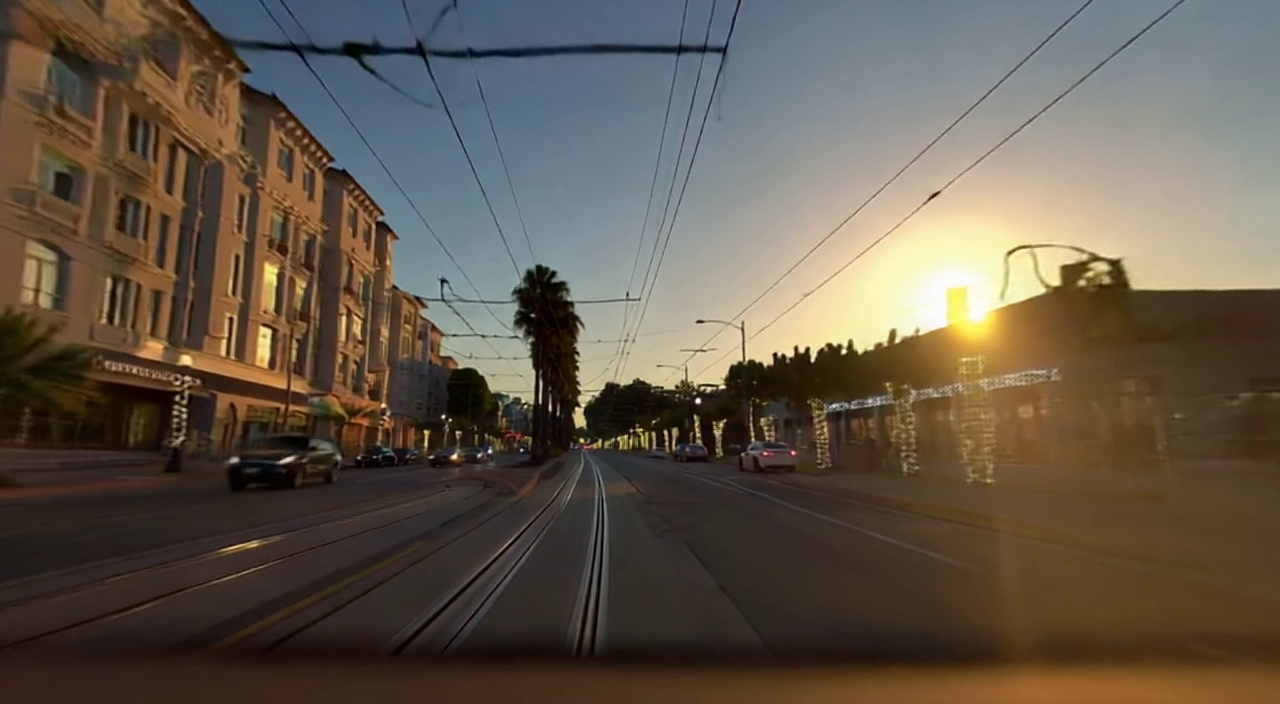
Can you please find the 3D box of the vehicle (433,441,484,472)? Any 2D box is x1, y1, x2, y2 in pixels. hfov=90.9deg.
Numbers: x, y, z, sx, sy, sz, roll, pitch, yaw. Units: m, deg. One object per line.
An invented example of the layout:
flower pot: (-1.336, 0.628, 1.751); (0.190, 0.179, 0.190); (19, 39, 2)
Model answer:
vehicle: (-10.240, 5.911, 35.892); (2.013, 1.590, 4.241); (1, -8, -5)

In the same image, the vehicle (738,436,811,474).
vehicle: (6.346, 4.922, 30.418); (1.995, 1.677, 4.863); (1, -8, -6)

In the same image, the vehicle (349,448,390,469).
vehicle: (-20.394, 8.023, 47.629); (1.819, 1.450, 3.003); (1, -8, -3)

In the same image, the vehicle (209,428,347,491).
vehicle: (-12.021, 3.591, 21.405); (2.127, 1.892, 4.655); (1, -8, -4)
